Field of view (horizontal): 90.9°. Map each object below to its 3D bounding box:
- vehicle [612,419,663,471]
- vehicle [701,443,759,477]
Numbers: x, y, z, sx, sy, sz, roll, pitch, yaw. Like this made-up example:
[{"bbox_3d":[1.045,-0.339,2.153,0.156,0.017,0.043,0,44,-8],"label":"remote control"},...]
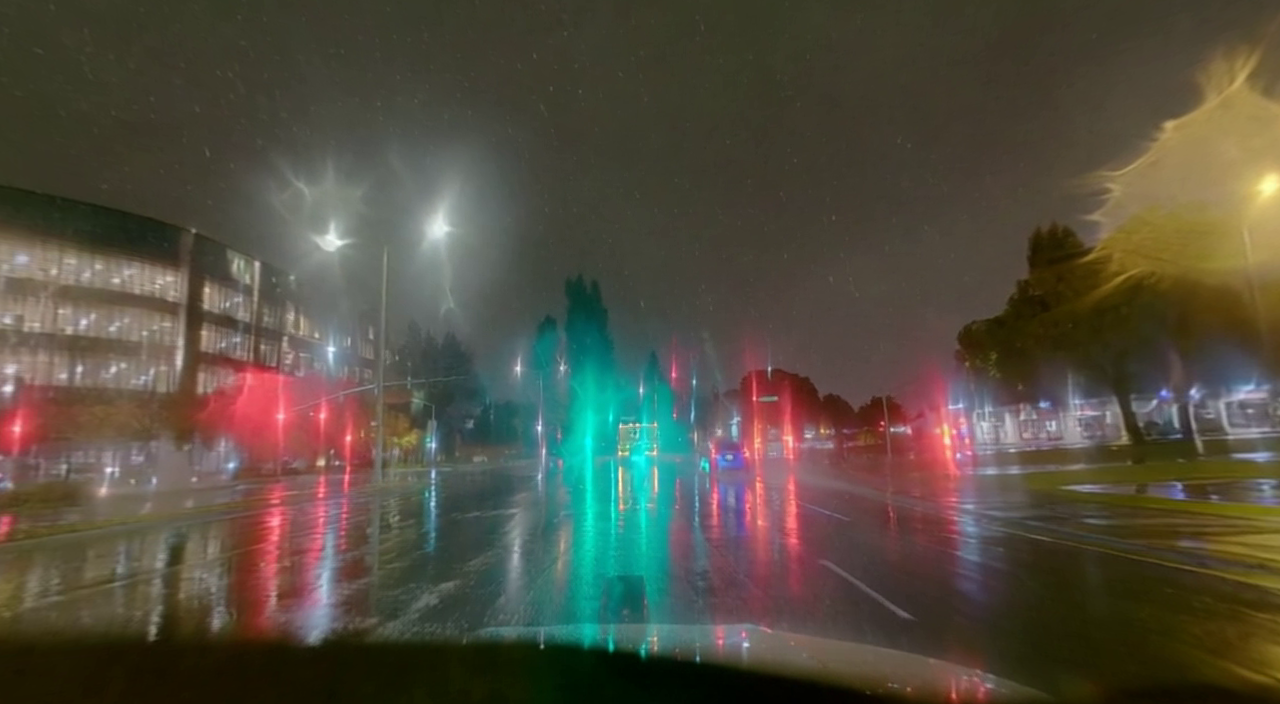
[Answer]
[{"bbox_3d":[-0.161,5.672,38.451,2.833,2.879,6.572,0,-8,0],"label":"vehicle"},{"bbox_3d":[4.229,5.140,30.336,2.005,1.442,4.675,0,-8,-1],"label":"vehicle"}]
